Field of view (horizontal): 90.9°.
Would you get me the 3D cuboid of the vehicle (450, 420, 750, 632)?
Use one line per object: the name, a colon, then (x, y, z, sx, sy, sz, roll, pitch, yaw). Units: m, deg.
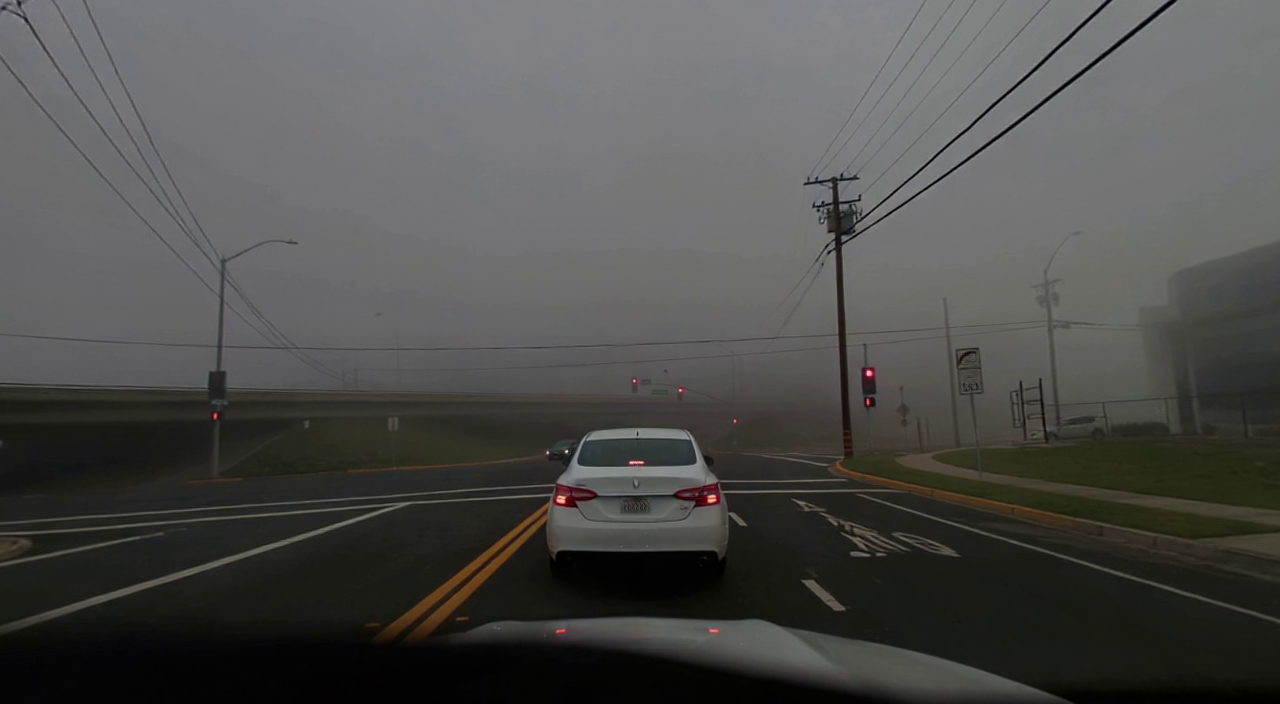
vehicle: (-0.243, 1.526, 6.477, 2.090, 1.458, 4.033, -1, -9, 1)
